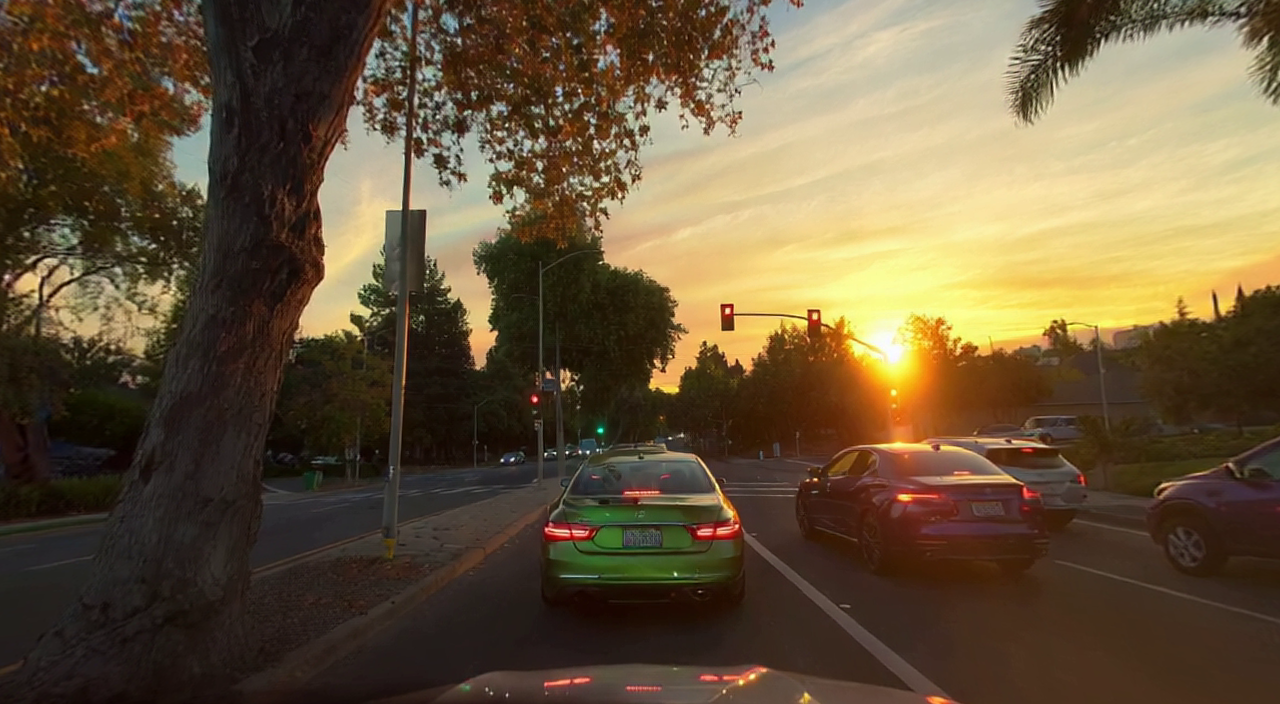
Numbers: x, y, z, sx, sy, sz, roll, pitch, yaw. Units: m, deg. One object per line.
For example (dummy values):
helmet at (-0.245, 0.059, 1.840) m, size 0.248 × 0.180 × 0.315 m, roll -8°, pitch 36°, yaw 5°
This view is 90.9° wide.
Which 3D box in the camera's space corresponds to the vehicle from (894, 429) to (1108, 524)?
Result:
vehicle at (7.022, 2.465, 12.897) m, size 1.923 × 1.611 × 4.094 m, roll 0°, pitch -9°, yaw 0°

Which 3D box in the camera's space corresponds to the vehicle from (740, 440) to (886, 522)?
vehicle at (3.527, 2.721, 13.823) m, size 1.934 × 1.494 × 4.446 m, roll 0°, pitch -9°, yaw 0°

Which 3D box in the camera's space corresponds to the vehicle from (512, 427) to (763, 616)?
vehicle at (0.007, 1.678, 7.101) m, size 2.015 × 1.502 × 3.898 m, roll 0°, pitch -9°, yaw 1°

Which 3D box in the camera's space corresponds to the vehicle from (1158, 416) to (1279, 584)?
vehicle at (6.941, 1.333, 5.560) m, size 1.783 × 1.572 × 3.421 m, roll 0°, pitch -9°, yaw 1°
